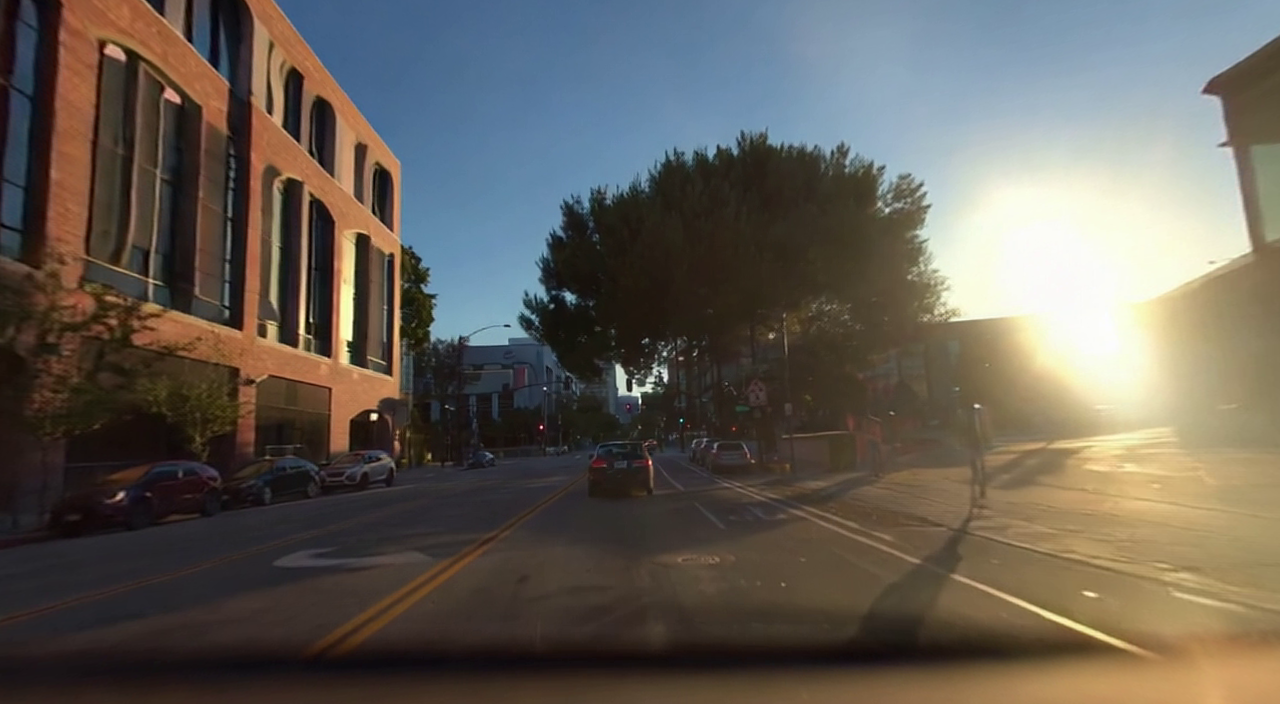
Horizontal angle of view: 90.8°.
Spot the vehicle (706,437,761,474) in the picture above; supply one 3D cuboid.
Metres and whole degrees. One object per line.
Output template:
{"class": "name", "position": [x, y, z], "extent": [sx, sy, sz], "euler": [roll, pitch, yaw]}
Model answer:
{"class": "vehicle", "position": [4.456, 4.997, 30.770], "extent": [1.924, 1.645, 4.528], "euler": [0, -8, 0]}

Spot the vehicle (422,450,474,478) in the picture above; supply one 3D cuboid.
{"class": "vehicle", "position": [-12.237, 7.135, 40.596], "extent": [1.968, 1.469, 4.523], "euler": [-3, -8, -1]}

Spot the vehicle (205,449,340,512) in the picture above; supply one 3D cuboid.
{"class": "vehicle", "position": [-12.162, 4.236, 21.359], "extent": [1.945, 1.712, 4.648], "euler": [-4, -8, -2]}

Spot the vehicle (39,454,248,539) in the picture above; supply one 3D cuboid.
{"class": "vehicle", "position": [-12.037, 3.468, 15.757], "extent": [1.976, 1.577, 4.091], "euler": [-5, -8, -1]}

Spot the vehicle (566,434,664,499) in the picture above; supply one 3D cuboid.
{"class": "vehicle", "position": [-0.579, 2.961, 16.699], "extent": [2.269, 1.479, 3.980], "euler": [0, -8, 0]}

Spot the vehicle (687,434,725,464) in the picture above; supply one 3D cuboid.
{"class": "vehicle", "position": [4.497, 6.667, 43.608], "extent": [1.972, 1.822, 4.889], "euler": [-2, -8, -1]}

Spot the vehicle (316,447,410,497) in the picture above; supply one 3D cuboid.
{"class": "vehicle", "position": [-11.973, 5.170, 27.713], "extent": [2.090, 1.784, 4.832], "euler": [-4, -8, -2]}
